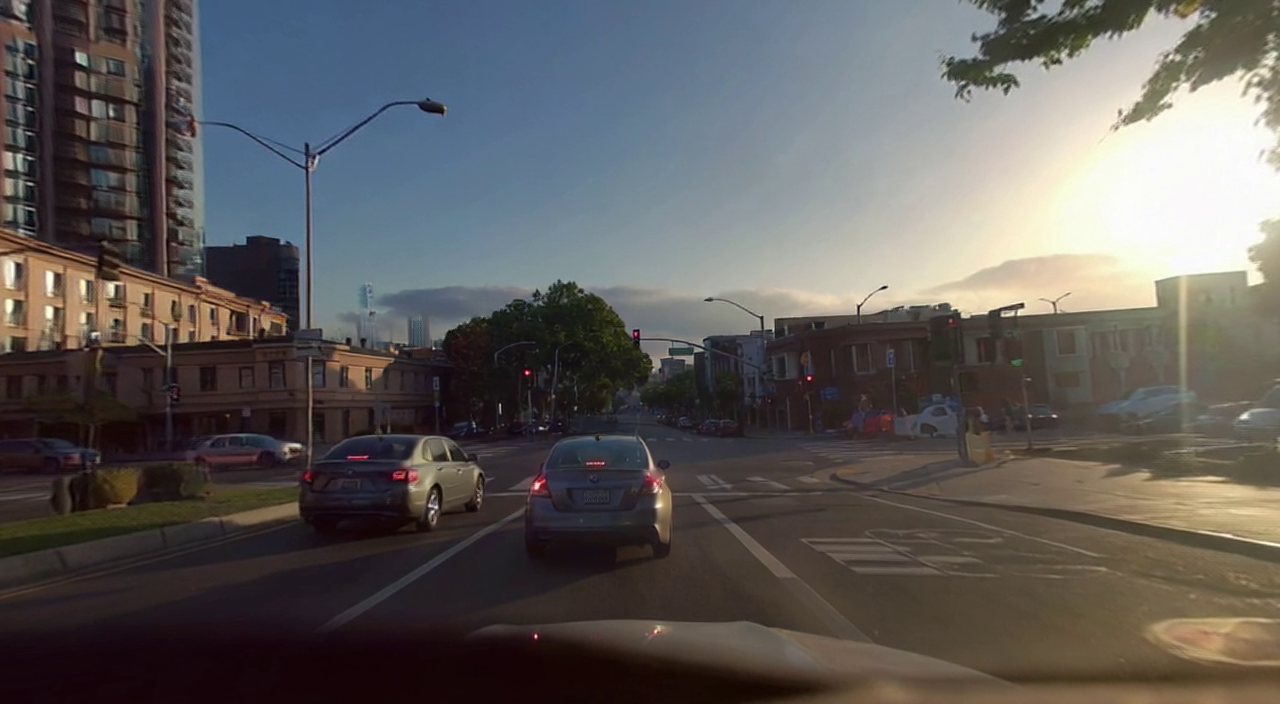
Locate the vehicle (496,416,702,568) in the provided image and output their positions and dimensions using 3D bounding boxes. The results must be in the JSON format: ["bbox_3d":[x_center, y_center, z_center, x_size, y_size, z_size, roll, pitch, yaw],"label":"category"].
[{"bbox_3d":[-0.429,1.710,8.428,2.082,1.520,3.896,0,-8,0],"label":"vehicle"}]

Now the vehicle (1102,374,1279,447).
[{"bbox_3d":[21.676,2.336,24.632,5.756,2.653,2.403,1,-9,-11],"label":"vehicle"}]

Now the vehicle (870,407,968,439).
[{"bbox_3d":[15.140,3.880,34.274,4.775,1.604,1.915,3,-9,-20],"label":"vehicle"}]

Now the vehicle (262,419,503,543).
[{"bbox_3d":[-3.692,1.938,10.143,1.934,1.522,4.464,0,-8,1],"label":"vehicle"}]

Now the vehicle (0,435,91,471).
[{"bbox_3d":[-32.427,5.385,33.678,4.280,1.857,2.136,0,-8,1],"label":"vehicle"}]

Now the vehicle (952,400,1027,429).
[{"bbox_3d":[21.154,3.831,38.158,5.017,1.542,2.055,7,-11,-38],"label":"vehicle"}]

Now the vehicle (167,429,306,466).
[{"bbox_3d":[-16.593,3.949,26.123,4.453,1.471,1.921,-1,-8,3],"label":"vehicle"}]

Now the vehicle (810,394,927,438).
[{"bbox_3d":[13.782,3.927,38.142,6.541,2.480,2.259,3,-9,-19],"label":"vehicle"}]

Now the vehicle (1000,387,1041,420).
[{"bbox_3d":[27.043,3.737,44.805,2.152,1.993,5.078,-6,-10,33],"label":"vehicle"}]
